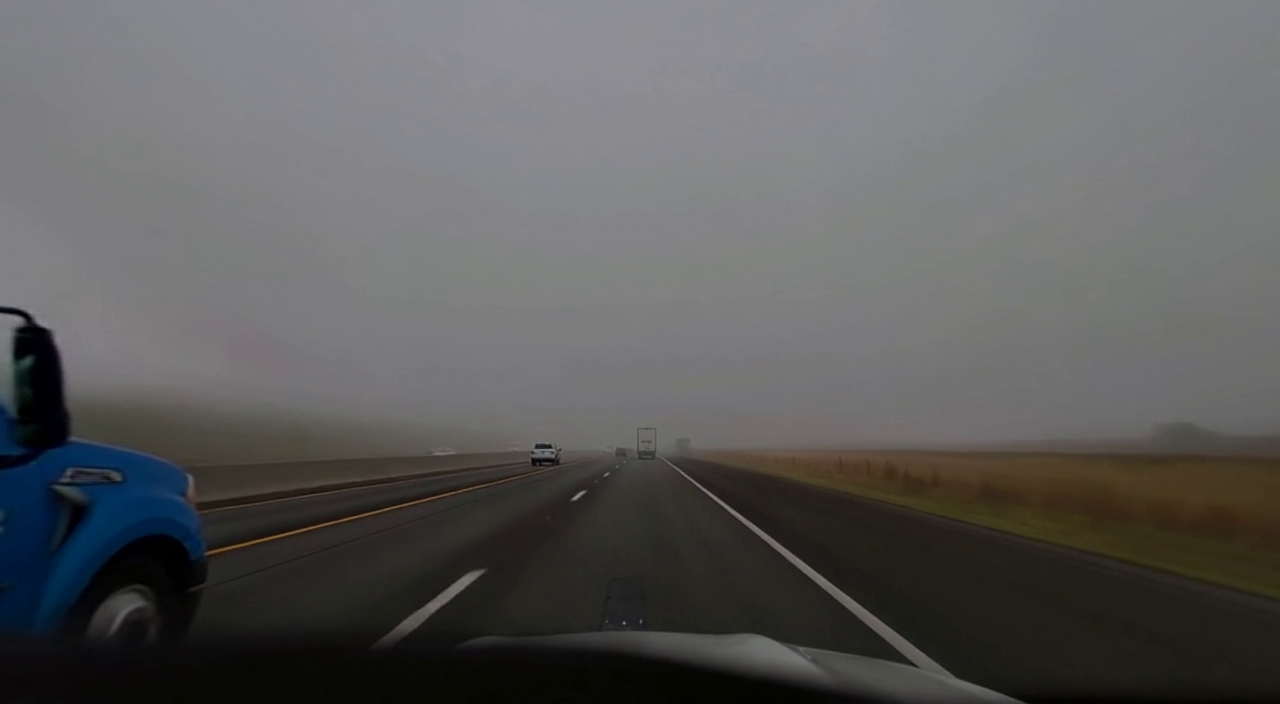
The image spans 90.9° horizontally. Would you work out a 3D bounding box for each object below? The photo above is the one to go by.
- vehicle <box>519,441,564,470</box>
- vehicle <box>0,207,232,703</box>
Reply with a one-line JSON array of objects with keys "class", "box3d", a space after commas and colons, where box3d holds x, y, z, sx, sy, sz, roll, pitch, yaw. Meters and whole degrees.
[{"class": "vehicle", "box3d": [-6.784, 7.149, 43.913, 2.193, 1.866, 4.807, 0, -9, 2]}, {"class": "vehicle", "box3d": [-3.814, 0.316, 0.215, 2.791, 2.330, 6.725, 0, -9, 0]}]
